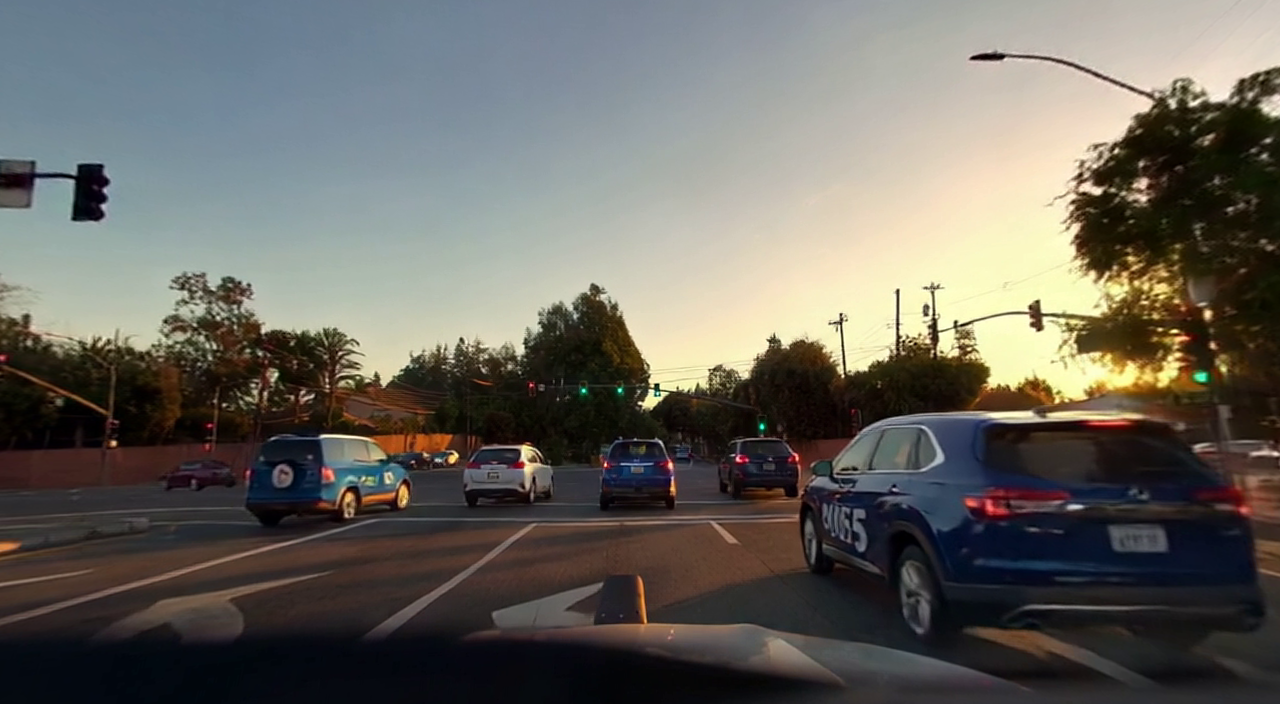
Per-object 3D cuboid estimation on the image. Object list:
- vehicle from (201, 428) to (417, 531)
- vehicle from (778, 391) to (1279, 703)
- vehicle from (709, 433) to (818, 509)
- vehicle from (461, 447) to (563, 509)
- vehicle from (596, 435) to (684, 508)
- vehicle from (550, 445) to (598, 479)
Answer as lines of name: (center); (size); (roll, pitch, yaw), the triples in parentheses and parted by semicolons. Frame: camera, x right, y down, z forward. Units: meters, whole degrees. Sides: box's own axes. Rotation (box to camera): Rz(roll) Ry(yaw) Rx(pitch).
vehicle: (-6.703, 2.615, 13.580); (2.116, 1.812, 4.609); (0, -9, 0)
vehicle: (2.781, 1.374, 5.672); (2.034, 1.655, 4.465); (0, -9, 0)
vehicle: (3.199, 3.175, 17.365); (1.999, 1.789, 4.583); (0, -9, -1)
vehicle: (-3.355, 3.387, 17.496); (1.881, 1.466, 4.484); (0, -9, 0)
vehicle: (0.001, 3.172, 17.188); (2.111, 1.712, 4.078); (0, -9, 0)
vehicle: (-3.389, 5.730, 33.225); (1.939, 1.652, 4.268); (0, -9, 2)
